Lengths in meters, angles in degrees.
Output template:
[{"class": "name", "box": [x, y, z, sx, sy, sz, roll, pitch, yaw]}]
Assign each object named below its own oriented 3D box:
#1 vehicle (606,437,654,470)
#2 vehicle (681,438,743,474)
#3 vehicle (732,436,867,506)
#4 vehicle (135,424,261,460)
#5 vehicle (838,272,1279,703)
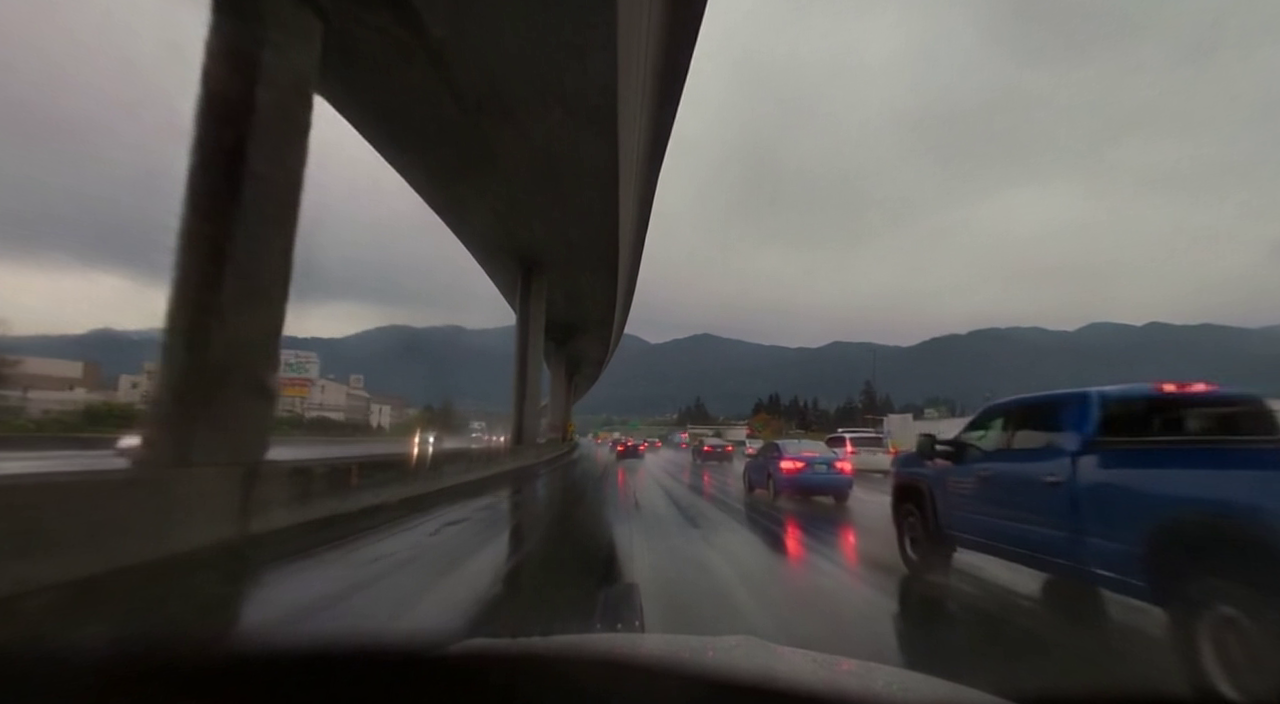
[{"class": "vehicle", "box": [-0.583, 5.130, 32.070, 2.266, 1.549, 3.978, 0, -8, -3]}, {"class": "vehicle", "box": [3.217, 4.749, 29.059, 2.057, 1.517, 4.538, 0, -8, -4]}, {"class": "vehicle", "box": [3.747, 2.885, 15.905, 1.923, 1.462, 4.895, 0, -8, -3]}, {"class": "vehicle", "box": [-19.291, 3.989, 27.928, 2.170, 1.464, 4.896, 0, -8, -2]}, {"class": "vehicle", "box": [4.036, 0.990, 4.638, 2.747, 2.061, 7.011, 0, -8, -1]}]
